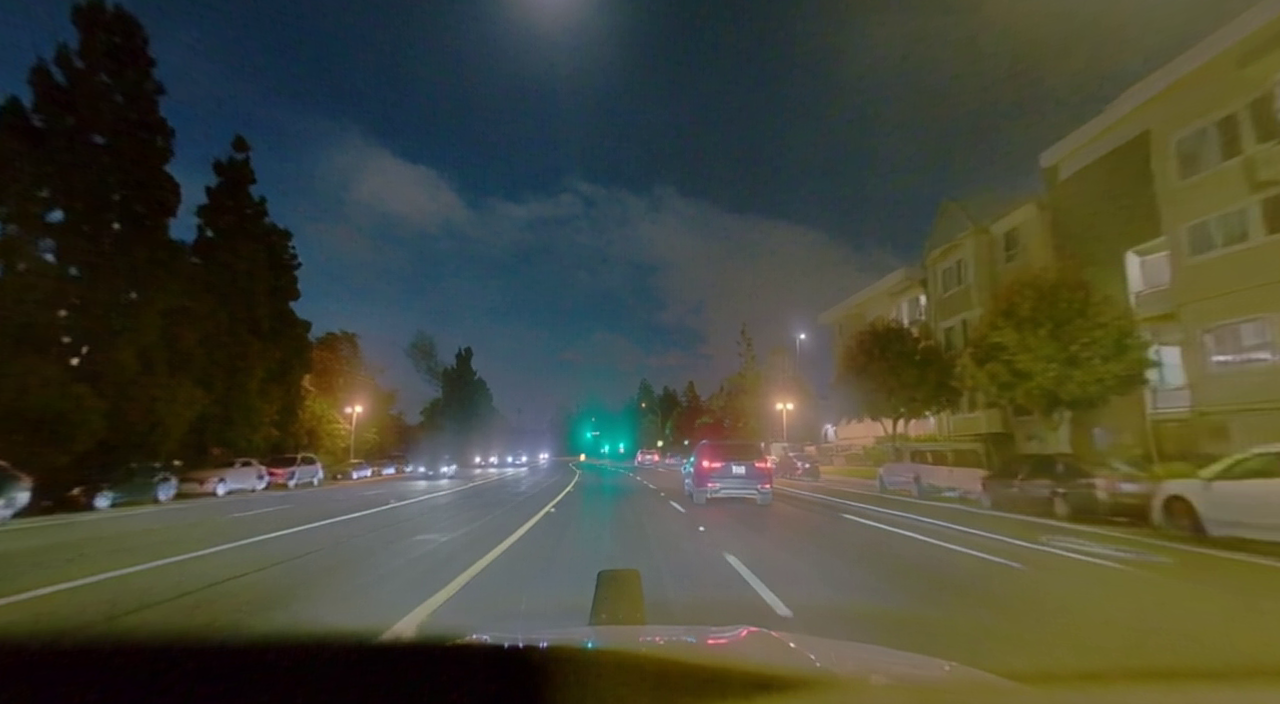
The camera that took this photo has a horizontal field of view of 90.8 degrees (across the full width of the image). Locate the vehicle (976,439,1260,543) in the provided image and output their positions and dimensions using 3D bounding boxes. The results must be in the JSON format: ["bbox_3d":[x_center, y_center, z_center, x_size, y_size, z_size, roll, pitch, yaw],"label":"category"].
[{"bbox_3d":[9.440,2.727,13.202,2.032,1.732,4.780,0,-9,-3],"label":"vehicle"}]

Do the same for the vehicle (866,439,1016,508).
[{"bbox_3d":[9.179,3.711,19.864,2.052,1.853,4.886,1,-9,-4],"label":"vehicle"}]

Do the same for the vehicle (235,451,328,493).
[{"bbox_3d":[-18.625,6.220,33.159,2.182,1.840,5.105,-1,-8,-3],"label":"vehicle"}]

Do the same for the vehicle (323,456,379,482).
[{"bbox_3d":[-20.162,8.173,44.289,1.979,1.489,4.902,0,-8,-5],"label":"vehicle"}]

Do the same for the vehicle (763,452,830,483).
[{"bbox_3d":[8.216,6.077,33.673,1.936,1.485,5.111,1,-9,-5],"label":"vehicle"}]

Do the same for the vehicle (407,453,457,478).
[{"bbox_3d":[-13.190,7.220,40.356,1.895,1.458,4.512,0,-9,-3],"label":"vehicle"}]

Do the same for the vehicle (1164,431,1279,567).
[{"bbox_3d":[9.503,1.811,7.535,2.186,1.750,4.805,1,-9,-3],"label":"vehicle"}]

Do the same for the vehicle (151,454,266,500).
[{"bbox_3d":[-18.394,5.321,27.275,1.871,1.712,4.710,1,-9,-4],"label":"vehicle"}]

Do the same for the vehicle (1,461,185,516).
[{"bbox_3d":[-18.159,4.508,21.414,1.903,1.517,4.965,0,-9,-2],"label":"vehicle"}]

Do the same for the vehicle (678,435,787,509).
[{"bbox_3d":[2.375,3.227,17.510,2.085,1.763,4.490,1,-9,-4],"label":"vehicle"}]
